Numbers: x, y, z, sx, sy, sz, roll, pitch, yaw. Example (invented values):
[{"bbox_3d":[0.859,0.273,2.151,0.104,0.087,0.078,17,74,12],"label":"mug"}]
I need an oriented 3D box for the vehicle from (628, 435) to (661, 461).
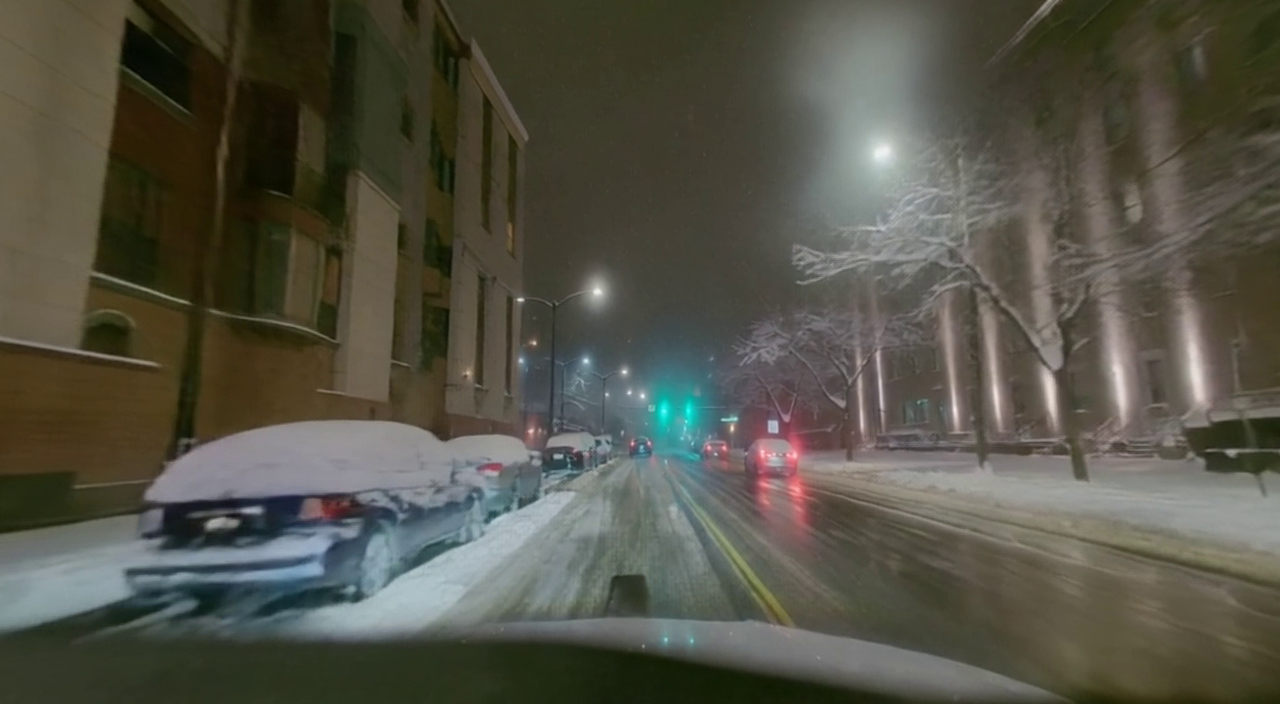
[{"bbox_3d":[0.298,6.494,42.845,2.122,1.689,3.885,0,-8,1],"label":"vehicle"}]

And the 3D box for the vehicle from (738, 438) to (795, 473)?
[{"bbox_3d":[5.637,4.647,28.429,1.799,1.463,3.464,0,-8,-1],"label":"vehicle"}]

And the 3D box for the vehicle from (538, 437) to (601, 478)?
[{"bbox_3d":[-2.705,4.151,25.149,1.843,1.482,4.310,-1,-8,3],"label":"vehicle"}]

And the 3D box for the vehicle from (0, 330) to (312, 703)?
[{"bbox_3d":[-3.204,0.723,1.707,2.199,1.676,4.486,0,-8,0],"label":"vehicle"}]
